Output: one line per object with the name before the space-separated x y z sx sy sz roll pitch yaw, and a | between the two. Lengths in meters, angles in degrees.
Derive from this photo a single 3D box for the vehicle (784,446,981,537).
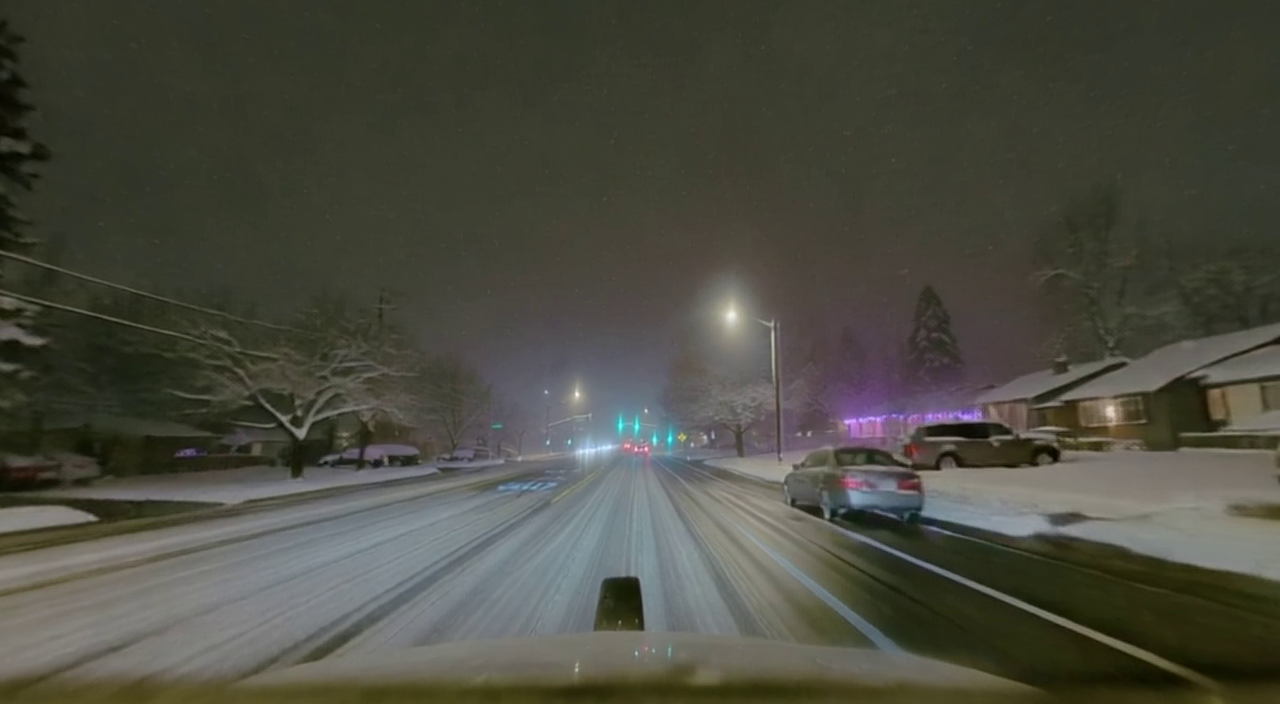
vehicle | 4.580 2.676 12.898 1.980 1.465 4.970 0 -8 -1

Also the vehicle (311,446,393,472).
vehicle | -19.718 7.317 43.280 4.661 1.726 1.978 0 -9 -4

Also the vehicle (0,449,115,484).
vehicle | -26.995 5.152 28.501 4.601 1.496 1.991 0 -8 0

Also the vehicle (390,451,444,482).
vehicle | -13.025 6.689 36.998 1.791 1.552 3.919 -3 -8 0

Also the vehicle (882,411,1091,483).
vehicle | 10.241 2.908 19.288 2.160 1.847 5.442 3 -9 -20
